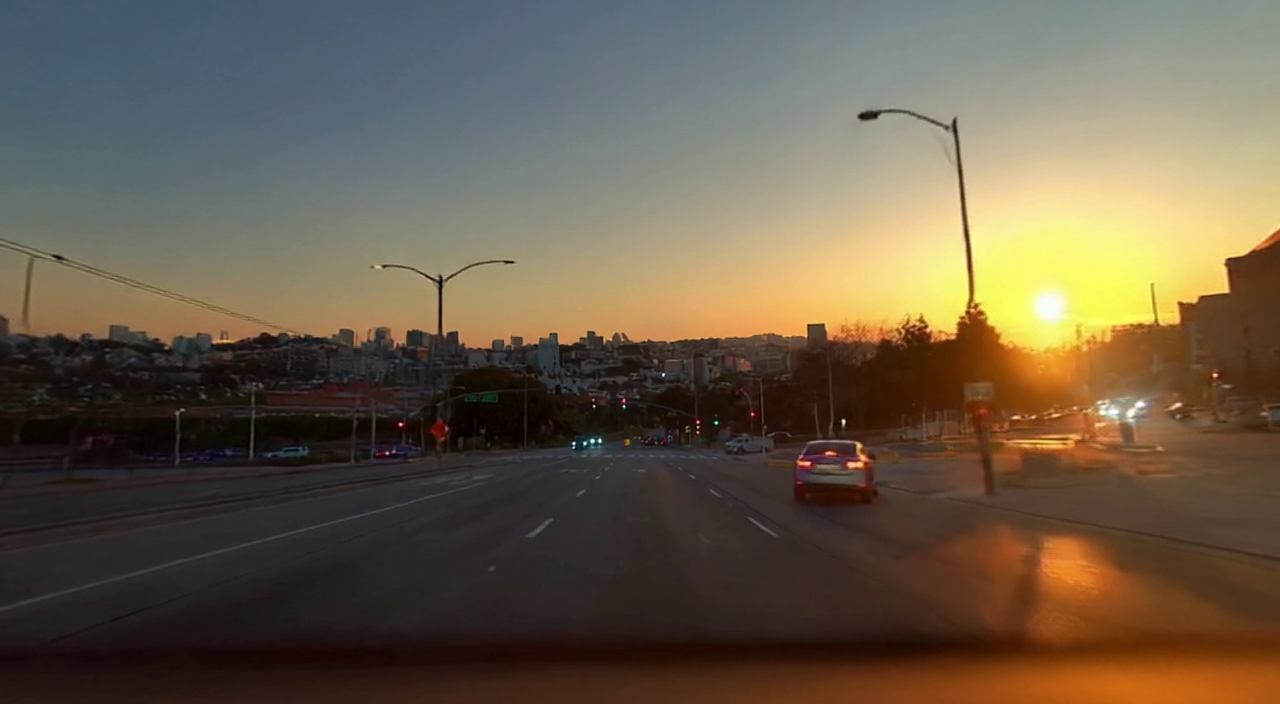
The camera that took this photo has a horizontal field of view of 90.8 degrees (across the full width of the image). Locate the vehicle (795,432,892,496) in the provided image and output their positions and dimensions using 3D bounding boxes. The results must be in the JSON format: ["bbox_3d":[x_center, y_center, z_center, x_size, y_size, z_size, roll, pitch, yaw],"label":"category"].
[{"bbox_3d":[5.405,2.959,17.194,2.113,1.470,4.867,-2,-9,15],"label":"vehicle"}]
